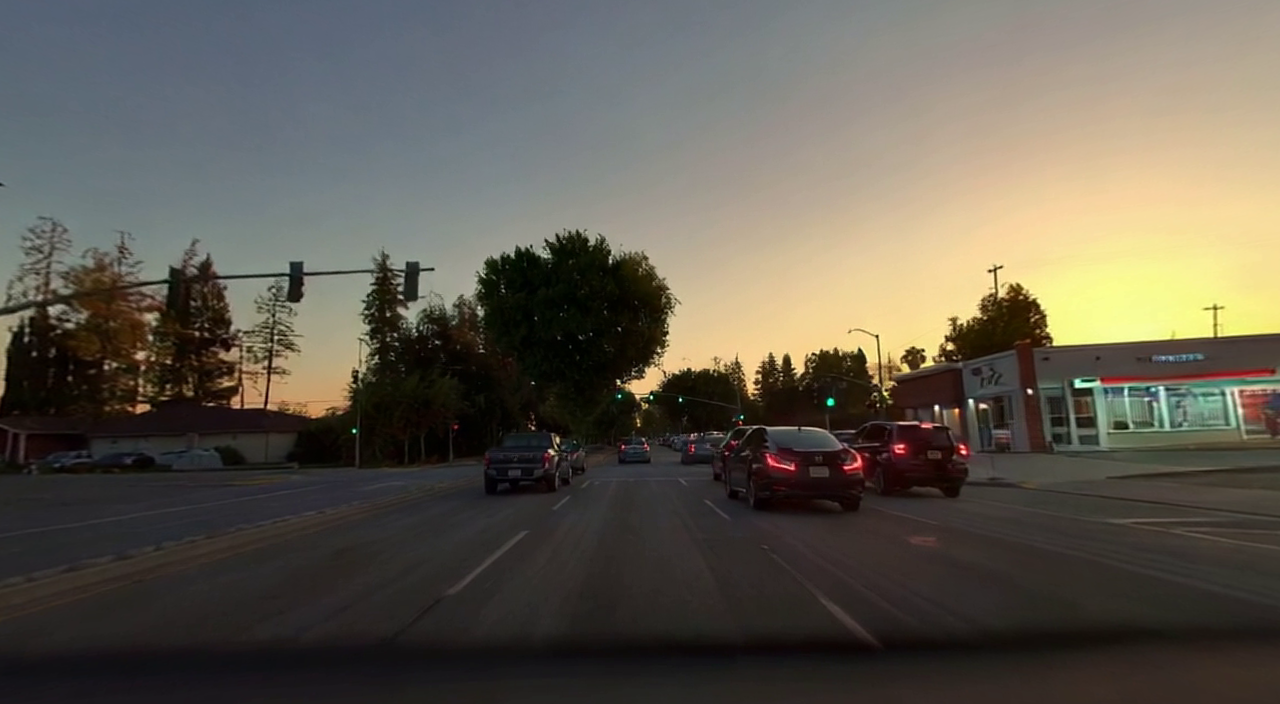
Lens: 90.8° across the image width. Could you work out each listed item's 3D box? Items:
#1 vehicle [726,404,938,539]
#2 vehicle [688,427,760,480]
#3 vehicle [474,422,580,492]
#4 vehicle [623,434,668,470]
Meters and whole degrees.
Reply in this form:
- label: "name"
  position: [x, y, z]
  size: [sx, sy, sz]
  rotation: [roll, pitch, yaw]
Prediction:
- label: "vehicle"
  position: [2.912, 1.953, 10.915]
  size: [2.140, 1.800, 4.660]
  rotation: [0, -8, 0]
- label: "vehicle"
  position: [3.024, 3.790, 23.821]
  size: [1.955, 1.797, 4.480]
  rotation: [0, -8, -2]
- label: "vehicle"
  position: [-3.184, 3.085, 18.838]
  size: [2.261, 1.820, 4.255]
  rotation: [0, -8, 2]
- label: "vehicle"
  position: [0.196, 5.048, 31.960]
  size: [2.131, 1.665, 3.926]
  rotation: [0, -8, -1]
